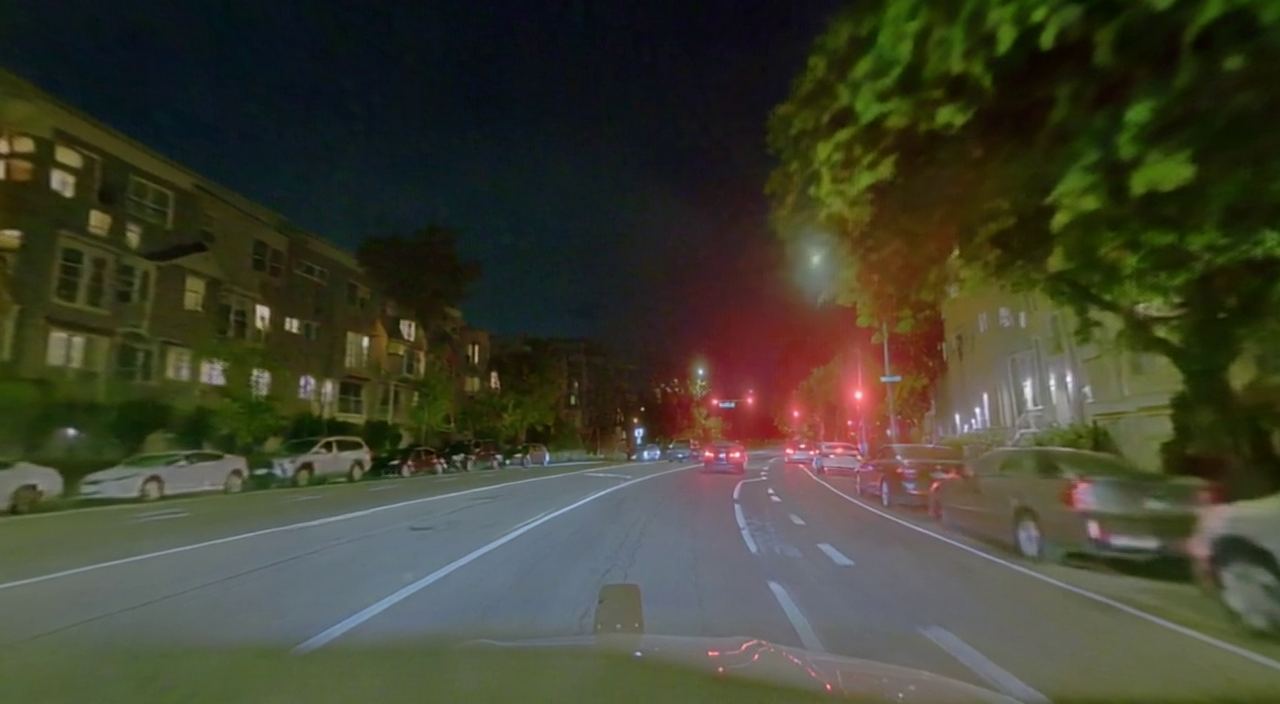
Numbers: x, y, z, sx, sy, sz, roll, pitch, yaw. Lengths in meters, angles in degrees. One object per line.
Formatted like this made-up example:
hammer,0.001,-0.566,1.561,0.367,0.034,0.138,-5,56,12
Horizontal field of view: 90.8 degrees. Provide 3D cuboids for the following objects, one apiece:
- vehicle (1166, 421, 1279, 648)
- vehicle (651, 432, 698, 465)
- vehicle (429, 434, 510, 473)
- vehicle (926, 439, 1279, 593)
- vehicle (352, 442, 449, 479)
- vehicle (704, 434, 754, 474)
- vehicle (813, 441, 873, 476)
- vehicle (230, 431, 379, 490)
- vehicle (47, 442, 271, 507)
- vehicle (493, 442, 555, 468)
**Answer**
vehicle,5.290,1.102,3.292,1.841,1.545,3.813,0,-8,2
vehicle,2.115,5.653,37.122,1.877,1.827,4.298,-2,-9,15
vehicle,-8.825,5.285,33.202,2.115,1.853,4.745,-2,-9,12
vehicle,5.614,1.898,8.335,1.807,1.436,4.535,0,-8,4
vehicle,-10.253,4.649,27.447,1.809,1.469,4.485,-2,-9,11
vehicle,4.174,4.657,29.175,1.852,1.680,4.488,-2,-9,13
vehicle,9.452,4.958,29.834,2.104,1.489,4.962,-2,-9,11
vehicle,-11.265,3.670,21.760,1.977,1.761,4.990,-1,-8,6
vehicle,-12.223,3.095,16.568,1.880,1.450,4.627,-1,-8,7
vehicle,-7.065,6.324,39.029,1.782,1.472,4.744,-2,-9,16
